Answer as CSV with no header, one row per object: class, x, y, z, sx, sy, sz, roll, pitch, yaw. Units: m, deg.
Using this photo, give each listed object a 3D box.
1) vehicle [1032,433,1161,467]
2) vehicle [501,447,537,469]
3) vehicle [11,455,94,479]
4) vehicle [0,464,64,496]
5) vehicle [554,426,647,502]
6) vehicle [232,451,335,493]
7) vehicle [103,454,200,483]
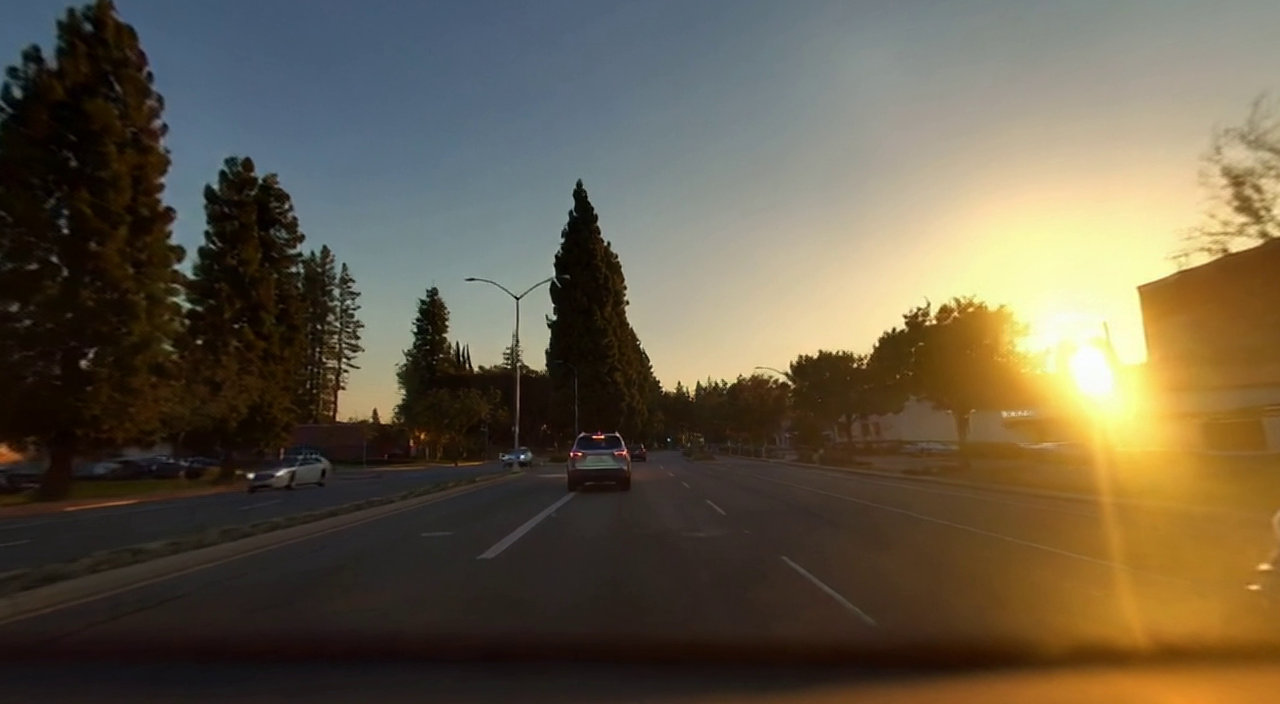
vehicle,20.702,4.468,28.802,4.339,1.456,2.030,0,-8,-2
vehicle,-9.164,8.071,48.228,2.001,1.579,3.930,0,-8,0
vehicle,-41.886,8.196,45.106,3.932,1.582,1.808,0,-8,-4
vehicle,-29.603,6.021,29.755,3.266,1.362,1.657,0,-8,0
vehicle,-1.119,3.138,18.197,2.300,1.870,4.936,0,-8,-3
vehicle,-15.547,5.209,27.851,2.022,1.615,4.324,0,-8,0
vehicle,-29.246,6.957,37.889,4.287,1.464,2.016,-3,-8,6
